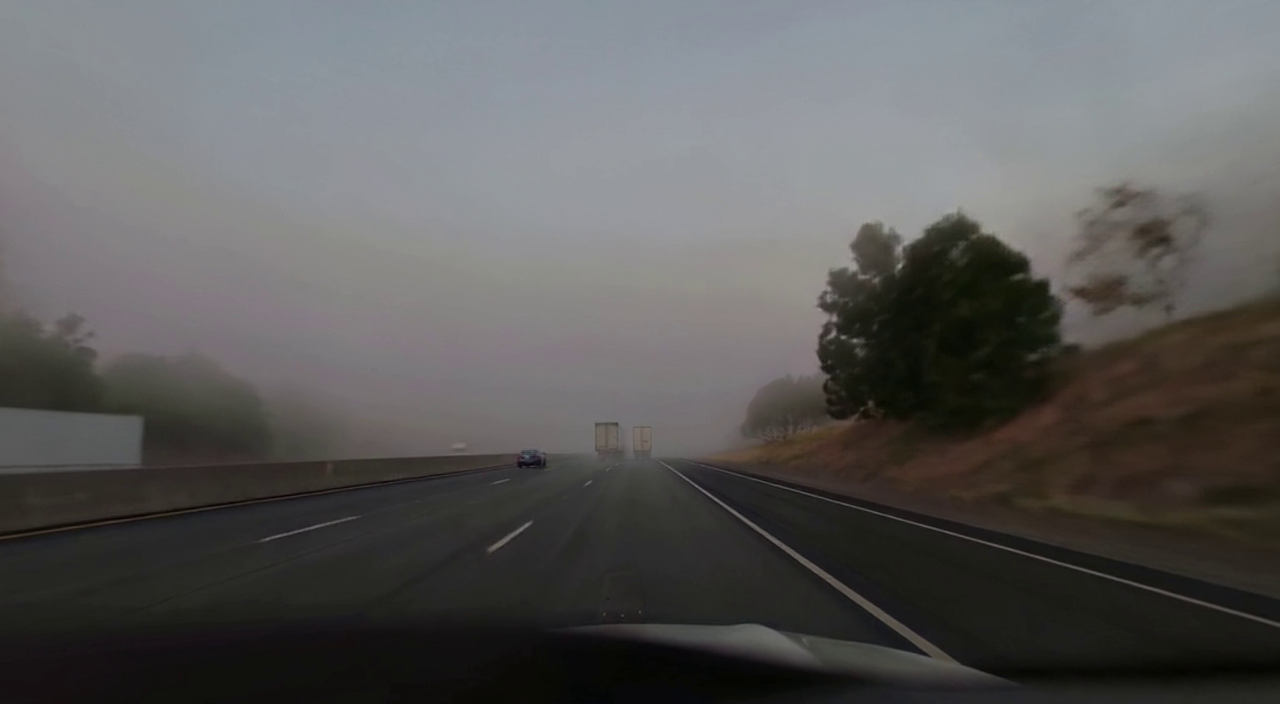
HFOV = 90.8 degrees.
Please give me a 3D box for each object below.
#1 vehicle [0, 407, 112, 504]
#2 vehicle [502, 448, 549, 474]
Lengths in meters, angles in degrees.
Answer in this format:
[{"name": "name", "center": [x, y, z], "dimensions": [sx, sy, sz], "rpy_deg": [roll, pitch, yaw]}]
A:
[{"name": "vehicle", "center": [-23.426, 3.470, 21.130], "dimensions": [2.724, 3.282, 10.043], "rpy_deg": [0, -9, 0]}, {"name": "vehicle", "center": [-7.195, 6.903, 40.168], "dimensions": [2.036, 1.474, 5.011], "rpy_deg": [0, -9, 0]}]
